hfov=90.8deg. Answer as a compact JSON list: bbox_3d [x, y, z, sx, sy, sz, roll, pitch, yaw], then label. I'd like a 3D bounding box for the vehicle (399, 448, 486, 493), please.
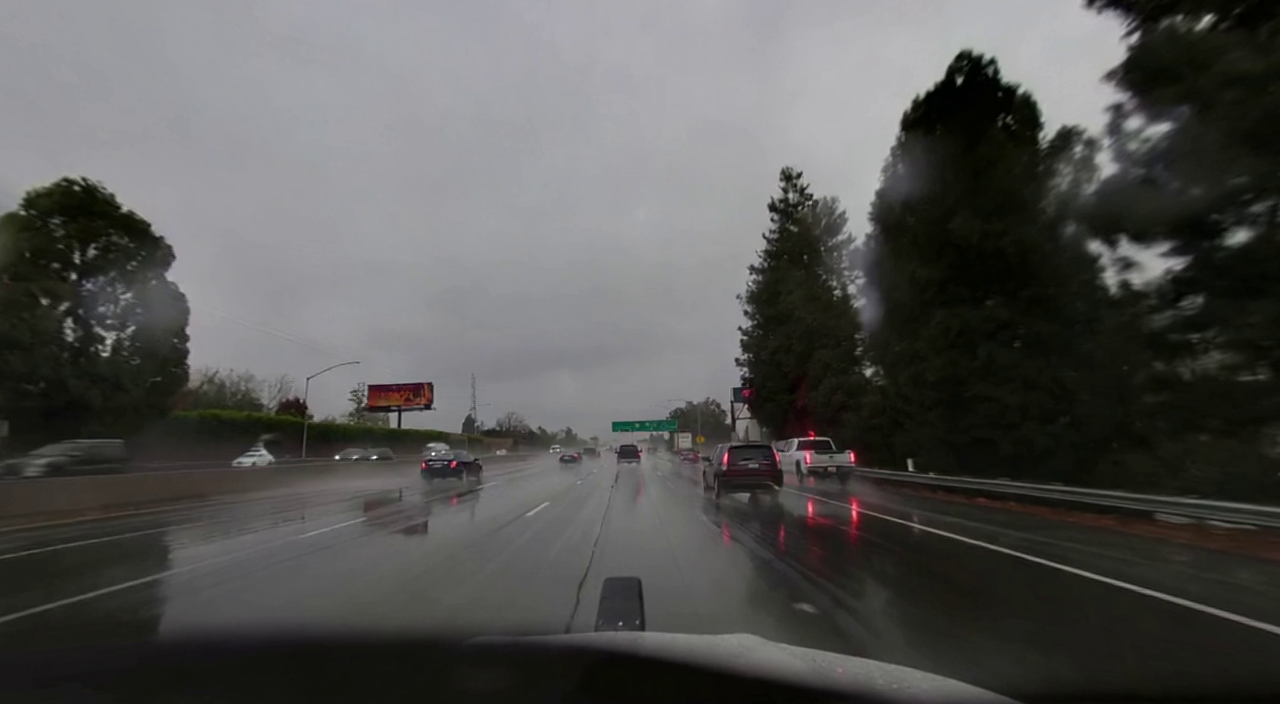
[{"bbox_3d":[-7.377,4.433,24.051,1.920,1.482,4.385,0,-8,0],"label":"vehicle"}]

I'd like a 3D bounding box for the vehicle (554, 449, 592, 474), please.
[{"bbox_3d":[-4.216,6.951,40.355,1.935,1.487,4.076,0,-8,0],"label":"vehicle"}]

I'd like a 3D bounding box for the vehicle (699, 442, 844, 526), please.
[{"bbox_3d":[2.522,2.646,13.317,2.011,1.462,4.286,0,-8,-1],"label":"vehicle"}]

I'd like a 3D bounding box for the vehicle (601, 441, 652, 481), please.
[{"bbox_3d":[-0.620,5.327,31.156,2.323,1.805,4.729,0,-8,0],"label":"vehicle"}]

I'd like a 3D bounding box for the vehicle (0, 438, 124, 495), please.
[{"bbox_3d":[-19.460,3.614,20.309,1.878,1.620,4.561,0,-8,-1],"label":"vehicle"}]
